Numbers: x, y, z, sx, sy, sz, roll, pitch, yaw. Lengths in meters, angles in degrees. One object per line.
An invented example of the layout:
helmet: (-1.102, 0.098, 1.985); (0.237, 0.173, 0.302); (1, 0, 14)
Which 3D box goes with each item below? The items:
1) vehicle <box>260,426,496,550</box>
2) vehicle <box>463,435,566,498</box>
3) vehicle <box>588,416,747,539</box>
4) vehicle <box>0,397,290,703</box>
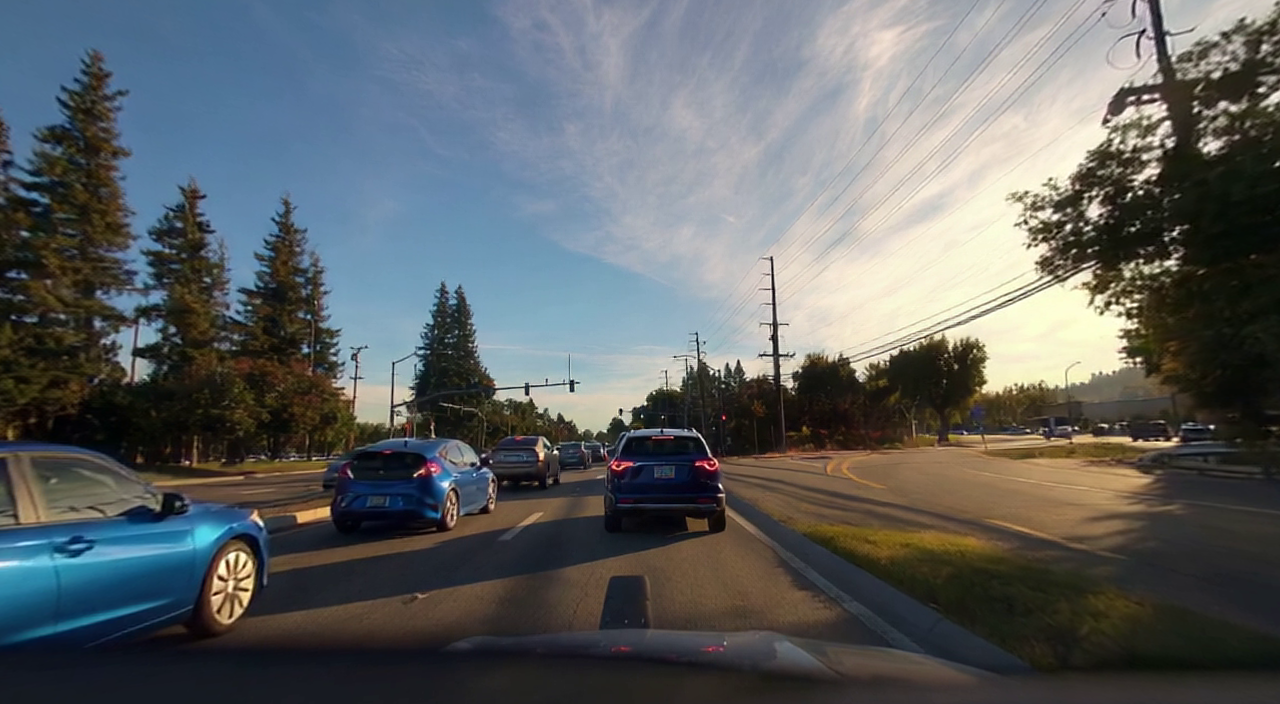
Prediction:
vehicle: (-3.811, 2.034, 10.095); (1.999, 1.563, 4.007); (0, -9, 1)
vehicle: (-3.590, 3.365, 18.909); (2.018, 1.621, 4.441); (-1, -9, 2)
vehicle: (0.422, 2.045, 10.795); (2.205, 1.691, 3.937); (0, -9, 1)
vehicle: (-3.728, 0.898, 2.356); (2.051, 1.488, 4.806); (0, -9, 0)
